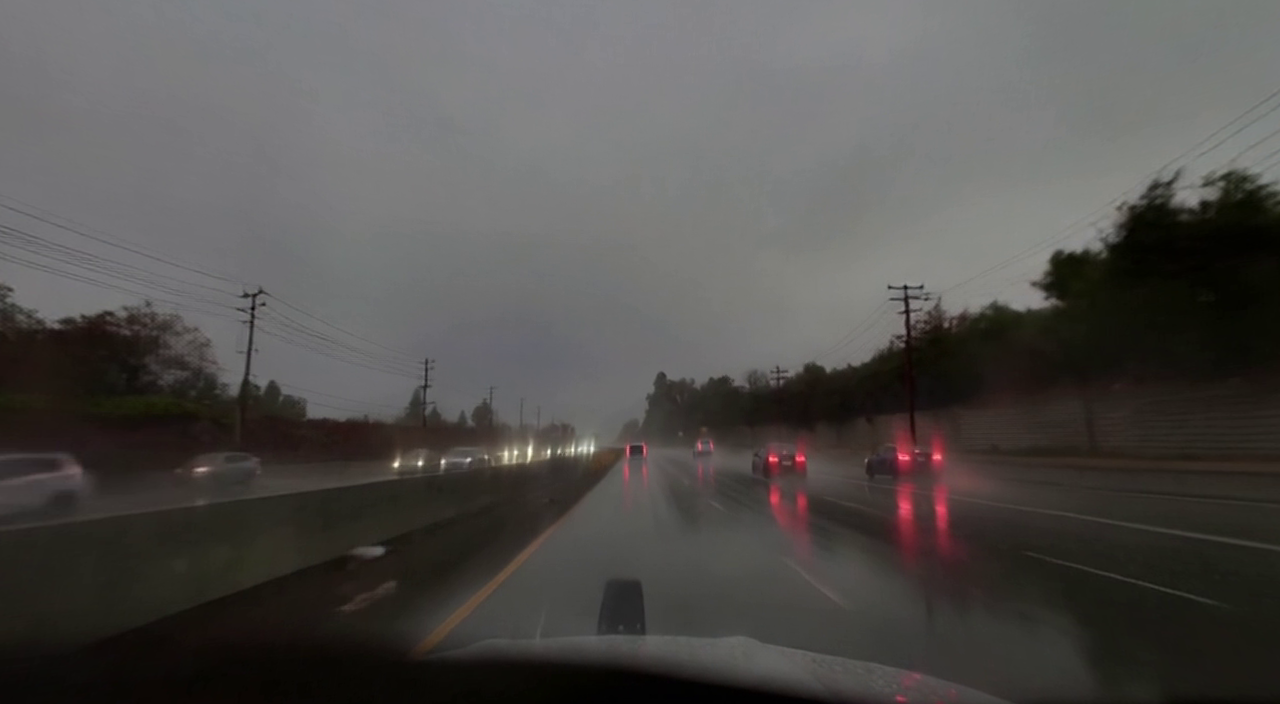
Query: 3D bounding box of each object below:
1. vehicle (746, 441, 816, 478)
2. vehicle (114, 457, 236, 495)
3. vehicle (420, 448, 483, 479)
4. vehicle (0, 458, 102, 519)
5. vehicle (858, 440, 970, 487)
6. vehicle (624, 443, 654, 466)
[{"bbox_3d":[6.340,4.892,29.001,2.069,1.520,4.614,0,-8,-1],"label":"vehicle"},{"bbox_3d":[-20.349,5.400,27.918,1.971,1.447,4.468,0,-9,0],"label":"vehicle"},{"bbox_3d":[-9.944,5.885,33.701,1.946,1.495,4.468,0,-9,0],"label":"vehicle"},{"bbox_3d":[-16.780,3.491,16.190,1.875,1.460,4.645,0,-8,0],"label":"vehicle"},{"bbox_3d":[9.732,3.989,22.901,1.969,1.506,4.422,0,-9,-1],"label":"vehicle"},{"bbox_3d":[-0.091,7.087,43.737,1.993,1.506,3.883,0,-8,0],"label":"vehicle"}]
